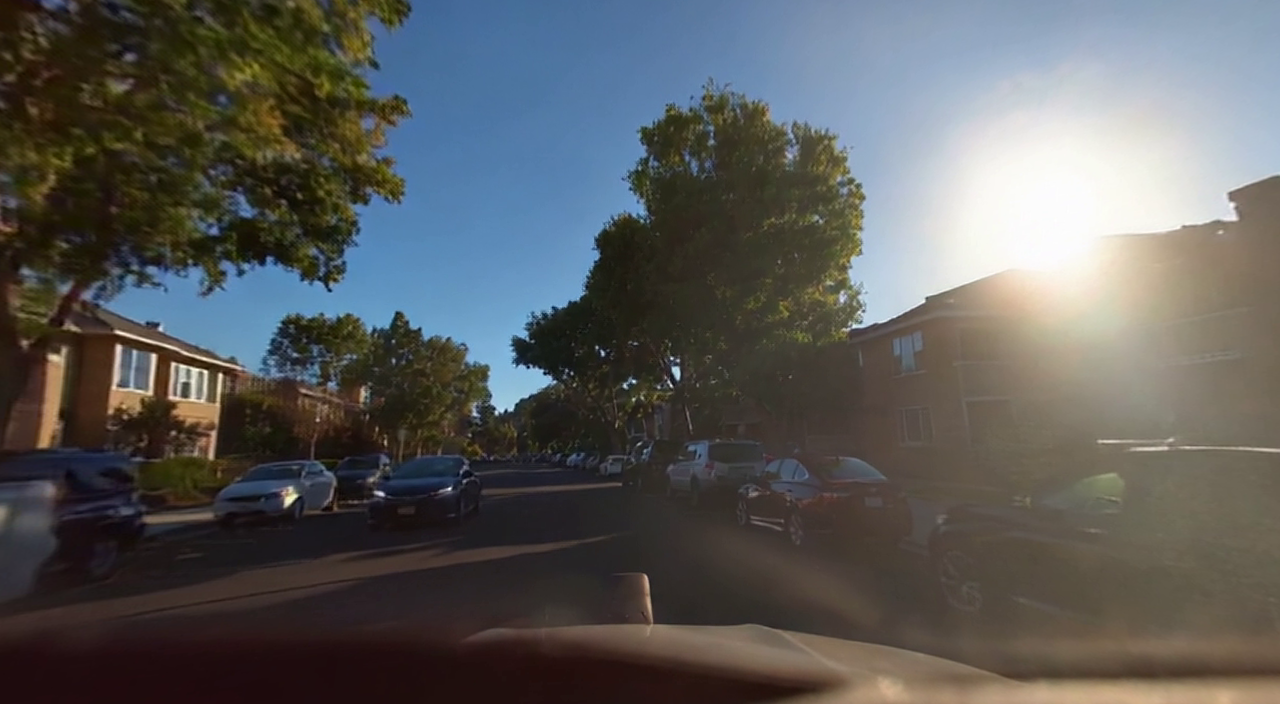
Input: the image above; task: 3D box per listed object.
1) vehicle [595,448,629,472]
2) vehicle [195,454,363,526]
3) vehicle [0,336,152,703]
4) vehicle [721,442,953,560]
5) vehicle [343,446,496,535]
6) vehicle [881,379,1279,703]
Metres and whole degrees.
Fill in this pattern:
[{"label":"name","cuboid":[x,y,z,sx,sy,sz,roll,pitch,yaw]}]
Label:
[{"label":"vehicle","cuboid":[-2.236,8.325,48.789,2.114,1.787,4.783,1,-9,-9]},{"label":"vehicle","cuboid":[-8.803,3.343,15.953,2.119,1.476,4.588,1,-9,-9]},{"label":"vehicle","cuboid":[-4.447,0.729,2.057,2.197,2.047,4.985,1,-9,-8]},{"label":"vehicle","cuboid":[2.957,2.334,10.708,1.876,1.538,4.447,1,-9,-10]},{"label":"vehicle","cuboid":[-4.286,2.725,13.093,1.971,1.476,4.593,1,-9,-6]},{"label":"vehicle","cuboid":[3.830,1.221,4.453,1.937,1.722,4.575,1,-9,-7]}]
